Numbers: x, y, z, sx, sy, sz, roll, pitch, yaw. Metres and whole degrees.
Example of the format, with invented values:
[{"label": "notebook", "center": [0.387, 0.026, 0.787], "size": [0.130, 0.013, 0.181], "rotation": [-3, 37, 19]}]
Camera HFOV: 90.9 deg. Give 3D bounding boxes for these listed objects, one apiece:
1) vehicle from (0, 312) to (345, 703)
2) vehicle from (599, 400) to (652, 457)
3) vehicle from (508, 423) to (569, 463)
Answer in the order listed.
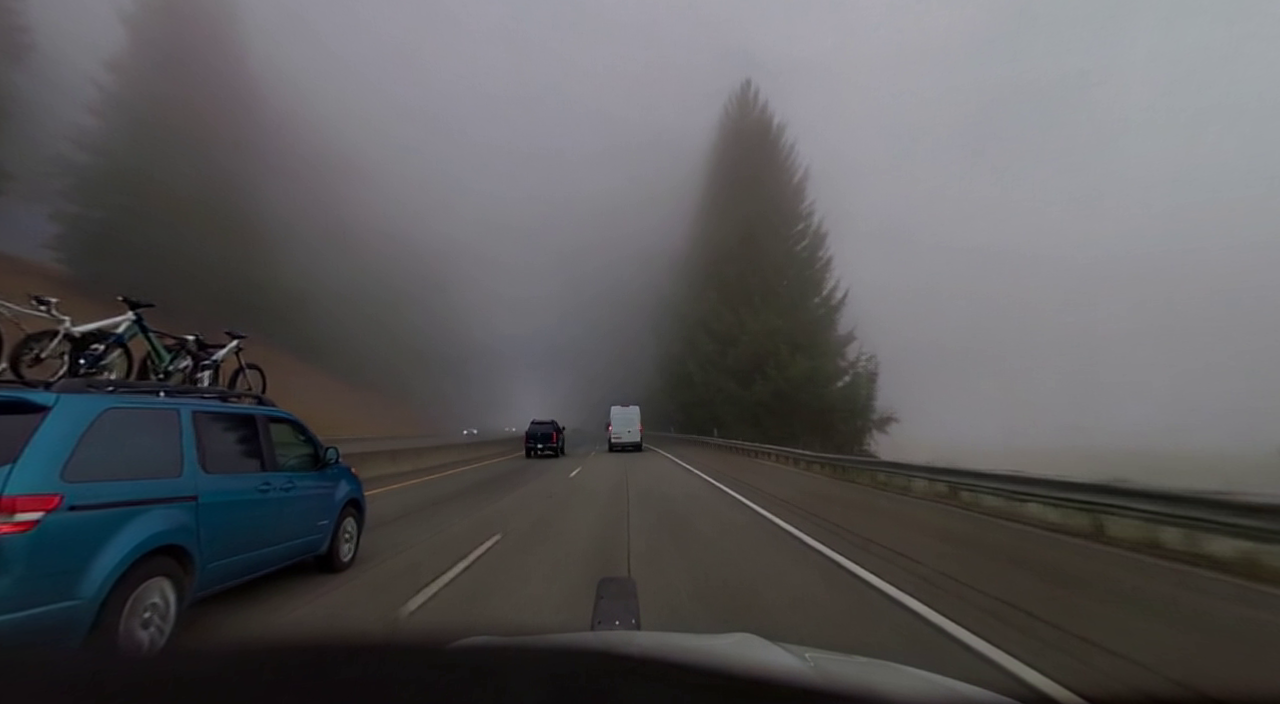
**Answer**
[{"label": "vehicle", "center": [-3.646, 0.808, 3.227], "size": [2.069, 1.751, 4.720], "rotation": [0, -7, -1]}, {"label": "vehicle", "center": [-0.883, 4.298, 35.278], "size": [2.647, 2.896, 6.480], "rotation": [0, -7, -3]}, {"label": "vehicle", "center": [-4.541, 4.131, 28.847], "size": [2.110, 1.636, 4.453], "rotation": [0, -7, -1]}]
